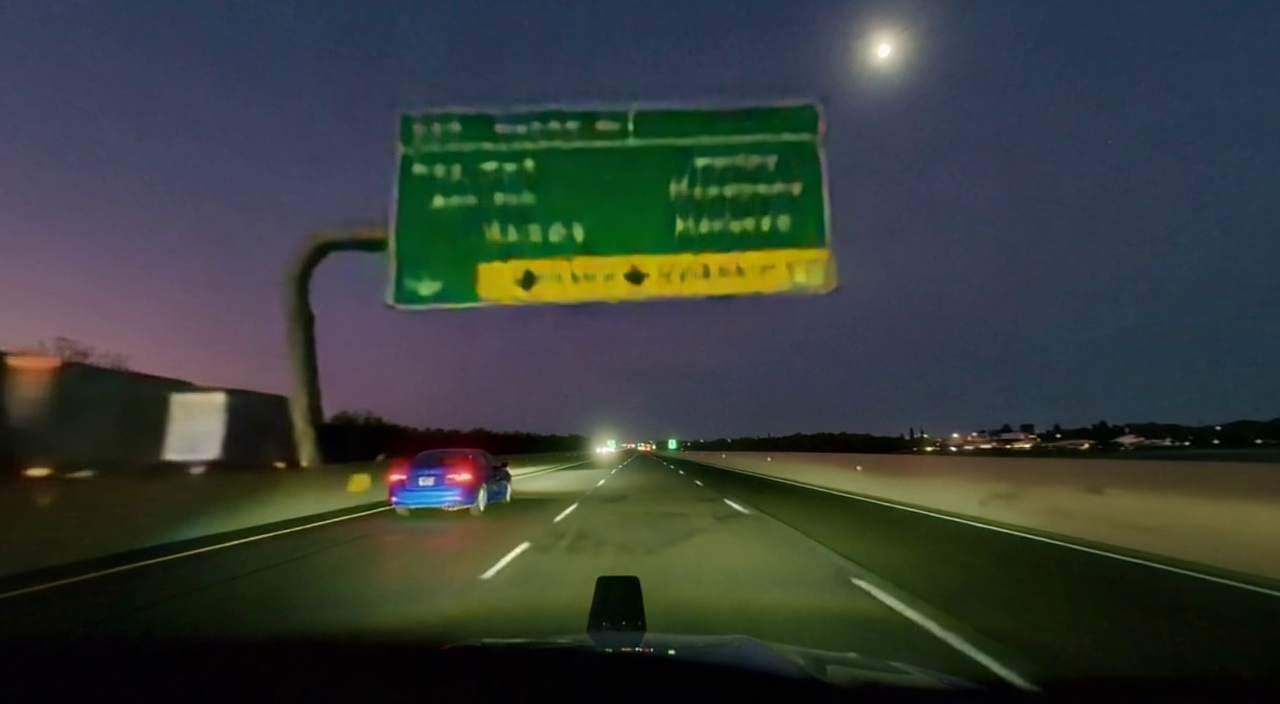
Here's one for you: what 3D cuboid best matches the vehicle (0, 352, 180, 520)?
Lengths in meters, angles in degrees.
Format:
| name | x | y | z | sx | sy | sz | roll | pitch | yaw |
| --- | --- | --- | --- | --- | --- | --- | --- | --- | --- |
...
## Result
| name | x | y | z | sx | sy | sz | roll | pitch | yaw |
| --- | --- | --- | --- | --- | --- | --- | --- | --- | --- |
| vehicle | -16.726 | 2.075 | 15.487 | 3.005 | 3.955 | 10.110 | 0 | -9 | 0 |

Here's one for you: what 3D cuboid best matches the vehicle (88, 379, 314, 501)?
| name | x | y | z | sx | sy | sz | roll | pitch | yaw |
| --- | --- | --- | --- | --- | --- | --- | --- | --- | --- |
| vehicle | -16.715 | 3.557 | 25.120 | 2.844 | 4.017 | 8.298 | 0 | -9 | 0 |

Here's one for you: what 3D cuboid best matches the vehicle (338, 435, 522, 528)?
| name | x | y | z | sx | sy | sz | roll | pitch | yaw |
| --- | --- | --- | --- | --- | --- | --- | --- | --- | --- |
| vehicle | -4.021 | 2.573 | 13.088 | 2.160 | 1.552 | 4.592 | 0 | -9 | 1 |
